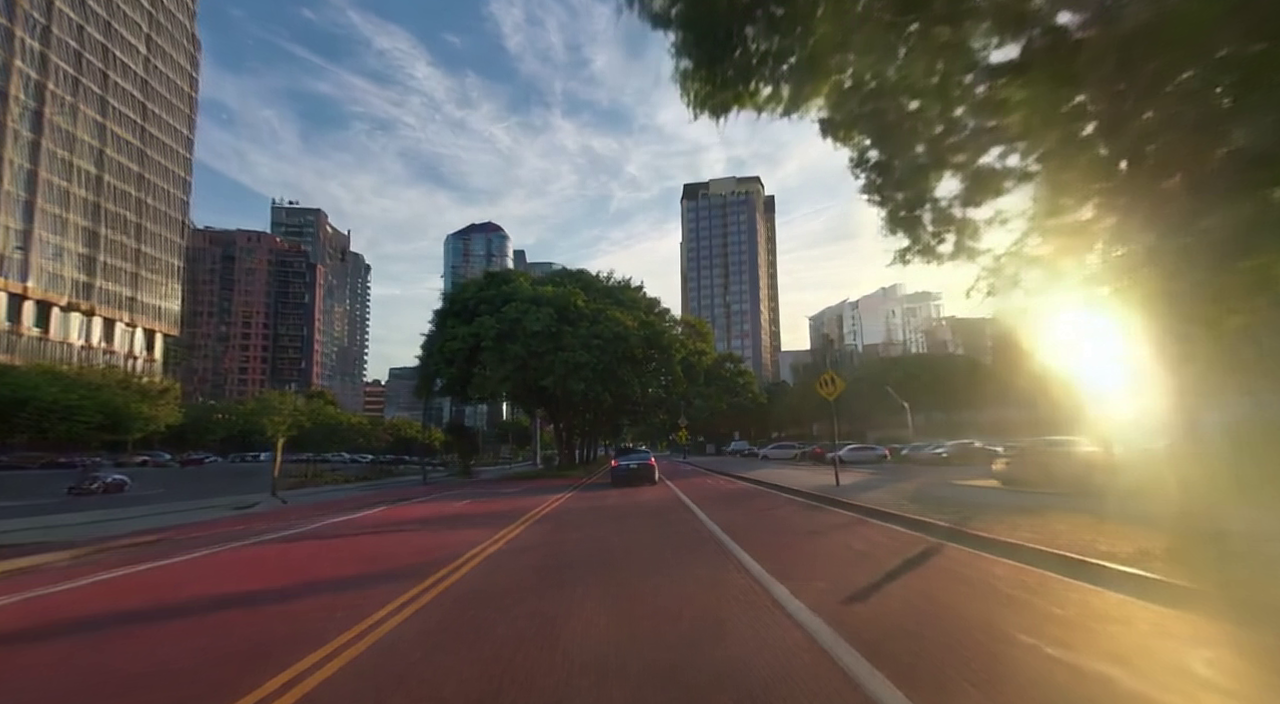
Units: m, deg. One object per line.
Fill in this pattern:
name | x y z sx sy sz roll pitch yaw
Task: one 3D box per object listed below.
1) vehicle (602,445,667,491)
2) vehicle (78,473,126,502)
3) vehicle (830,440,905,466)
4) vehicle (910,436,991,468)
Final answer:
vehicle | -0.241 4.022 22.278 2.063 1.442 4.135 0 -9 -2
vehicle | -32.528 8.144 38.054 1.970 1.476 3.940 7 -12 -42
vehicle | 14.336 6.360 39.869 4.003 1.476 1.884 -2 -8 2
vehicle | 15.212 4.931 31.083 1.913 1.470 3.714 0 -9 -3
